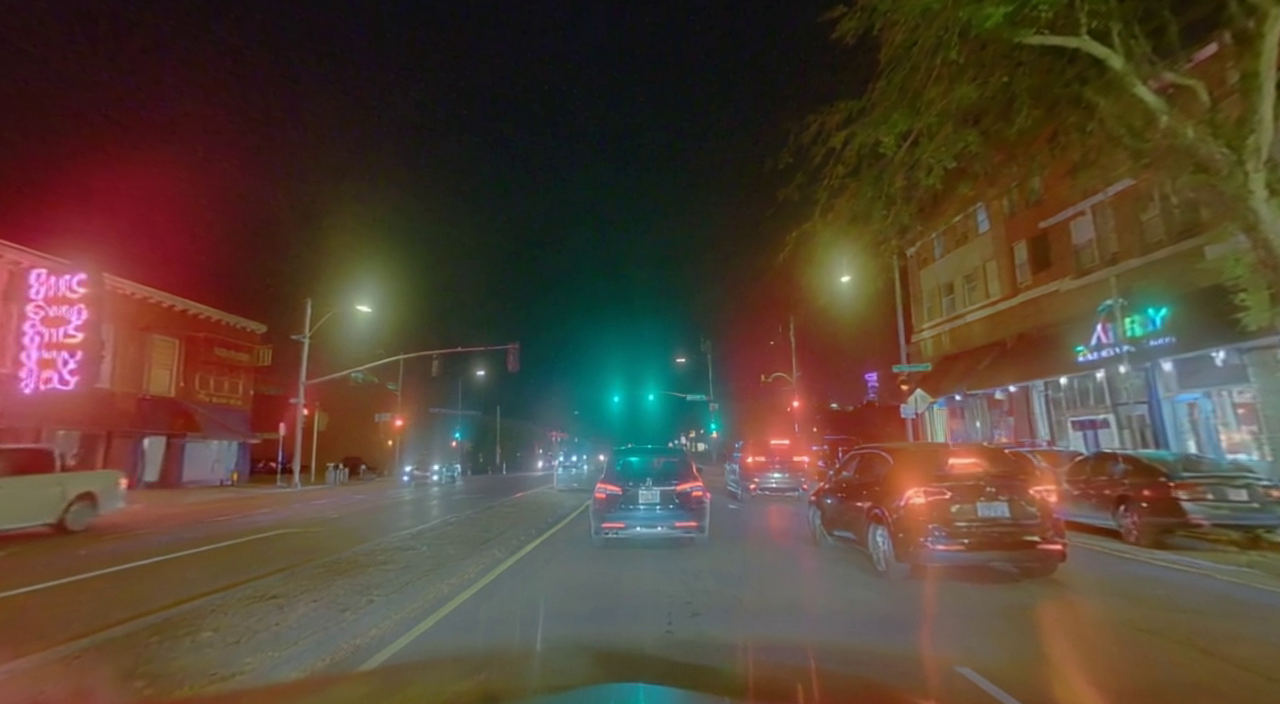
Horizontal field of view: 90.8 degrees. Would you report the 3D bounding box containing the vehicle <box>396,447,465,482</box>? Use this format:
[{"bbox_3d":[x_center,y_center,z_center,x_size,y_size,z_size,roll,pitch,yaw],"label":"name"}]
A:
[{"bbox_3d":[-11.466,6.155,34.947,2.034,1.765,4.708,-1,-9,2],"label":"vehicle"}]

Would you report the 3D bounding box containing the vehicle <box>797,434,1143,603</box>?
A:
[{"bbox_3d":[3.471,1.805,7.786,1.988,1.480,4.195,0,-9,0],"label":"vehicle"}]

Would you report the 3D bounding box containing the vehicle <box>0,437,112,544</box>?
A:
[{"bbox_3d":[-11.611,2.256,10.230,2.042,1.749,4.629,-1,-9,1],"label":"vehicle"}]

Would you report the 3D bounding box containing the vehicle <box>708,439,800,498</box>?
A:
[{"bbox_3d":[3.498,3.667,20.332,2.025,1.660,4.334,0,-9,-2],"label":"vehicle"}]

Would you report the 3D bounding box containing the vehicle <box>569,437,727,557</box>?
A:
[{"bbox_3d":[0.089,2.119,9.872,2.006,1.487,3.535,0,-9,0],"label":"vehicle"}]
